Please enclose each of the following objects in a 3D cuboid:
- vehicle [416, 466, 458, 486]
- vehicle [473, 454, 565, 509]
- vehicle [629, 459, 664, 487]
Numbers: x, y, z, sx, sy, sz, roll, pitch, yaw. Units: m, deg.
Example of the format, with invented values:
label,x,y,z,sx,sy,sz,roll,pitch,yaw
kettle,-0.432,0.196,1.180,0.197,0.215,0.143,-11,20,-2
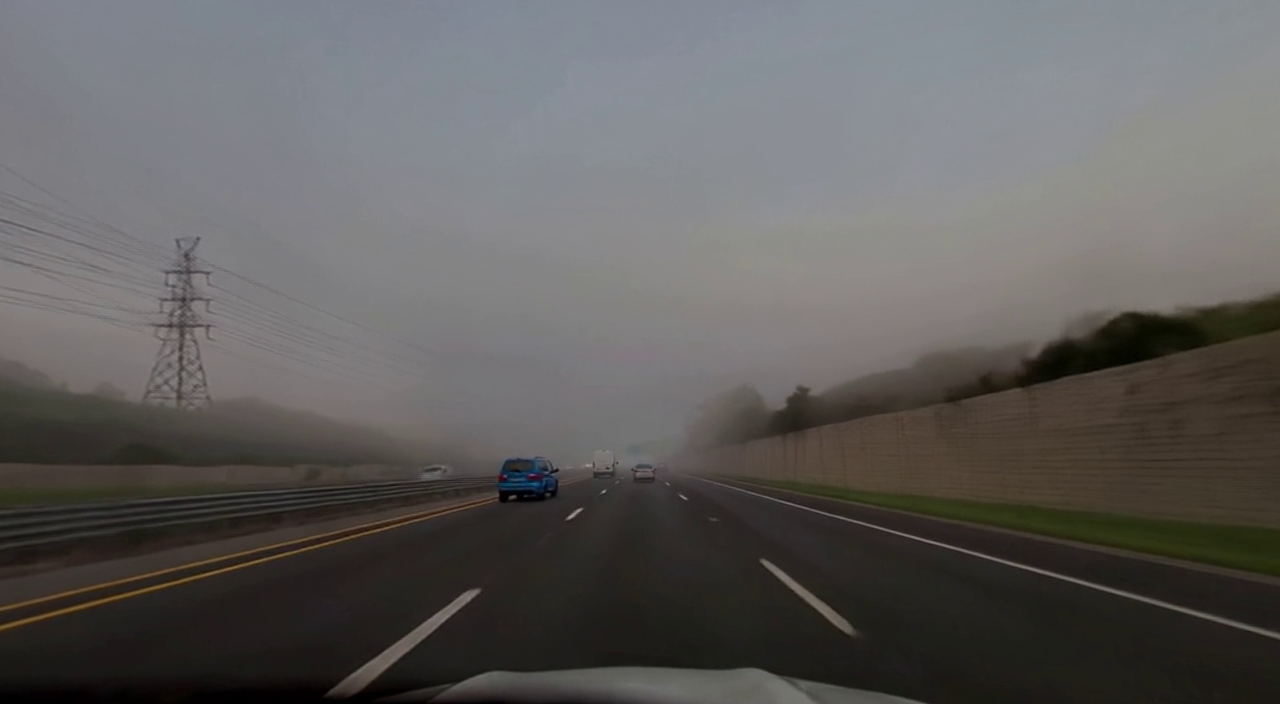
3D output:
label,x,y,z,sx,sy,sz,roll,pitch,yaw
vehicle,-15.400,9.431,47.985,1.793,1.429,4.114,1,-10,-1
vehicle,-3.757,4.139,20.434,2.023,1.541,4.543,1,-10,0
vehicle,0.352,7.298,38.075,2.006,1.554,3.863,1,-10,-1
